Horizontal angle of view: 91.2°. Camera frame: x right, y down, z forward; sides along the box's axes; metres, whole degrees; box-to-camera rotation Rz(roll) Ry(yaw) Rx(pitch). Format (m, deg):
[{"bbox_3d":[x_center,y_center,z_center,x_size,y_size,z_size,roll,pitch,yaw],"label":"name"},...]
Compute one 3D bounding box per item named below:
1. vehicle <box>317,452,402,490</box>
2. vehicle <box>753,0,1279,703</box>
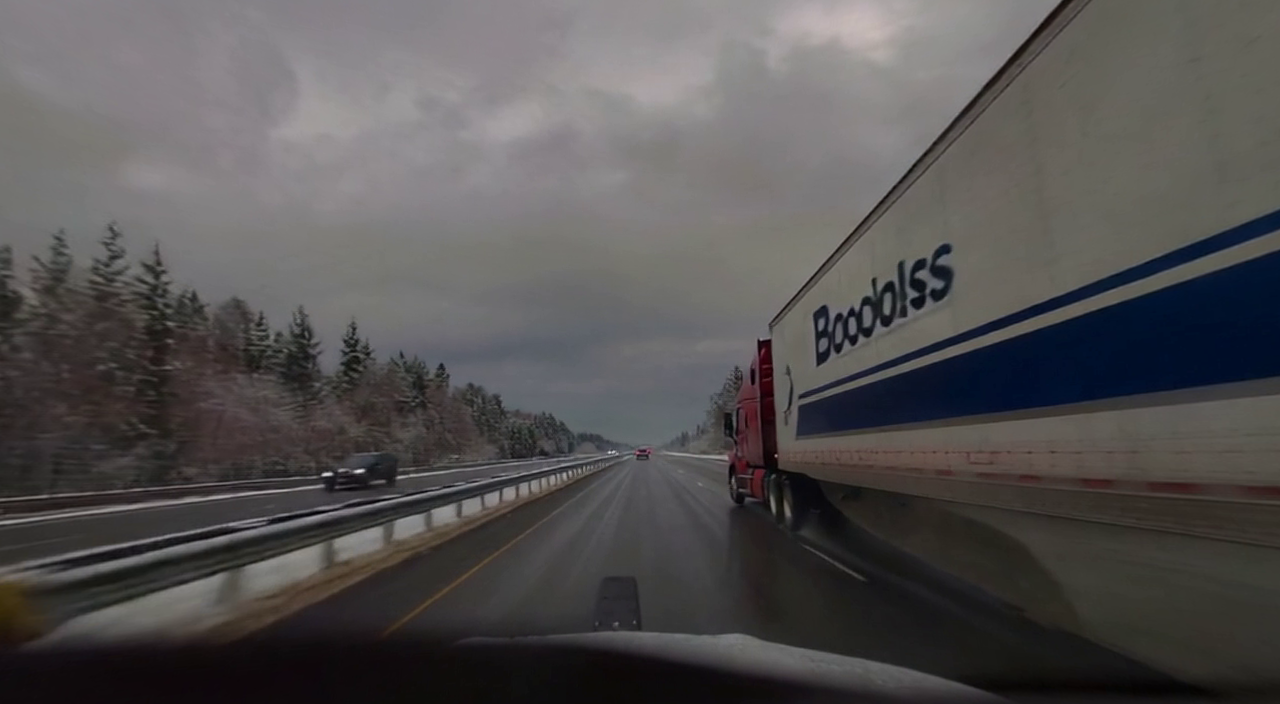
[{"bbox_3d":[-12.878,5.452,29.073,1.917,1.615,4.189,-1,-9,1],"label":"vehicle"},{"bbox_3d":[4.346,0.148,5.606,3.537,4.071,17.399,0,-9,0],"label":"vehicle"}]
